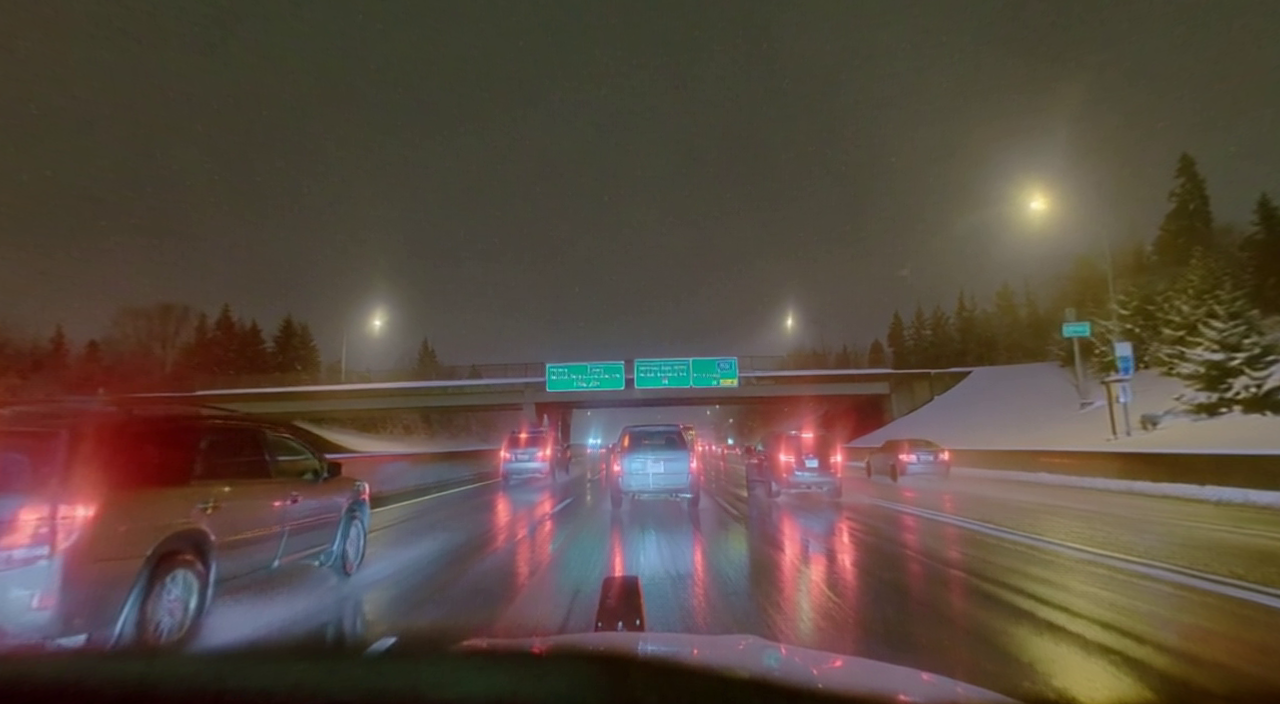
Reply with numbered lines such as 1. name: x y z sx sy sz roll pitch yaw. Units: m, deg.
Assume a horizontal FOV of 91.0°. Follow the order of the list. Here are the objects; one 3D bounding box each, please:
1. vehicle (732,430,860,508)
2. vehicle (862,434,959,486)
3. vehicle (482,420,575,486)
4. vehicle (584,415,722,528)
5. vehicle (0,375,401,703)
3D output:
1. vehicle: 3.654 2.844 15.757 2.022 1.633 4.651 0 -9 0
2. vehicle: 10.250 4.102 24.237 1.977 1.795 4.208 0 -9 3
3. vehicle: -3.924 3.721 23.444 2.212 2.101 6.052 0 -9 1
4. vehicle: 0.233 2.207 12.142 2.181 1.756 4.167 0 -9 1
5. vehicle: -3.636 1.149 4.348 2.014 1.579 4.761 0 -9 1
